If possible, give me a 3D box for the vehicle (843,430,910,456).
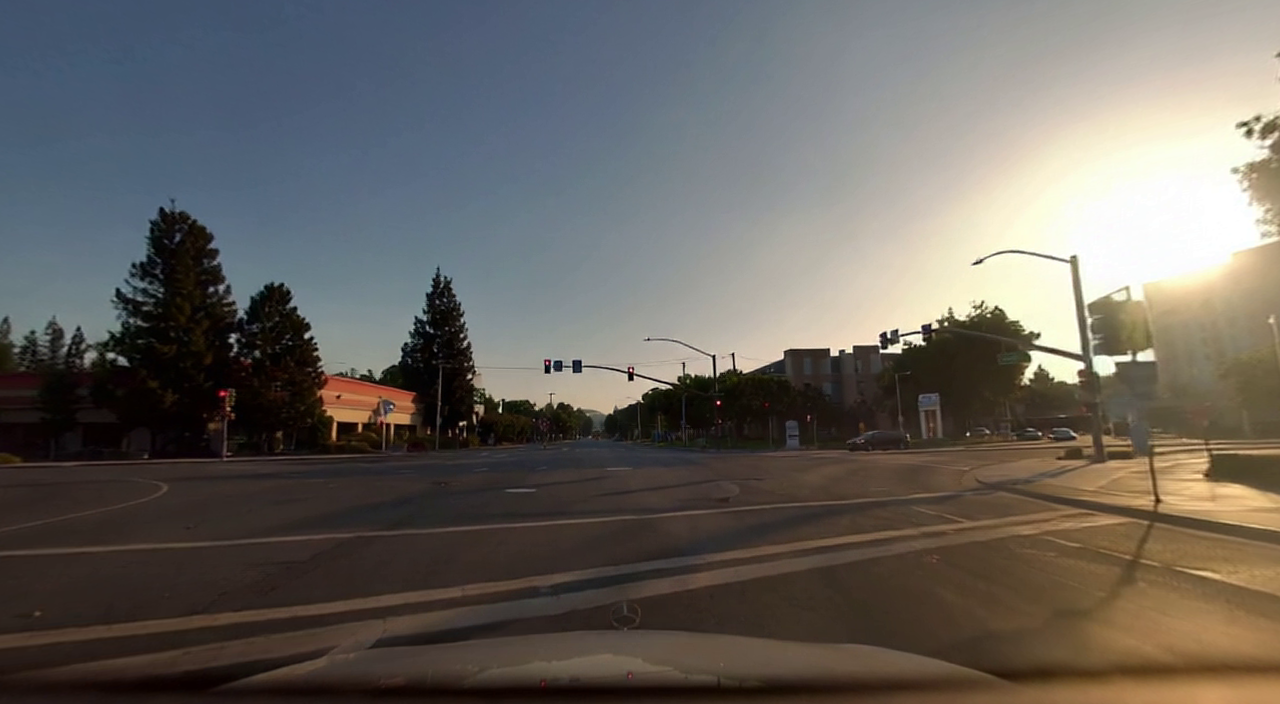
[{"bbox_3d":[17.672,6.791,47.141,4.600,1.783,1.970,4,-10,-26],"label":"vehicle"}]
